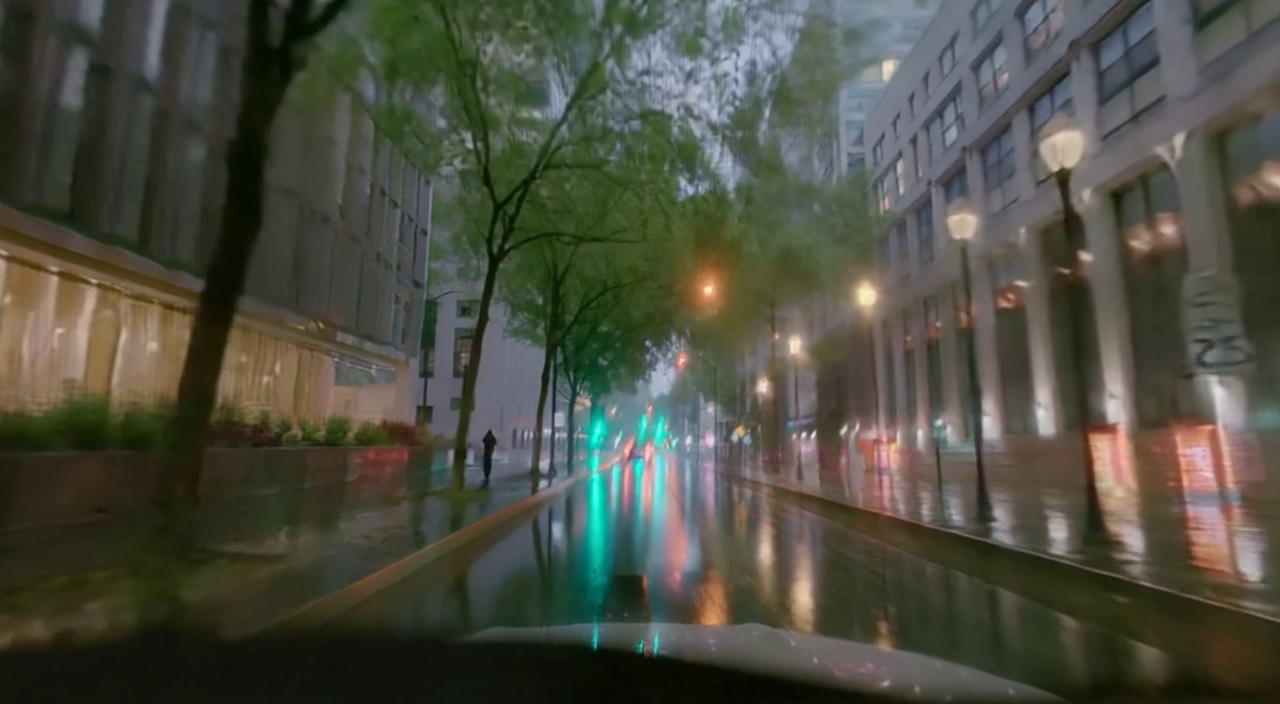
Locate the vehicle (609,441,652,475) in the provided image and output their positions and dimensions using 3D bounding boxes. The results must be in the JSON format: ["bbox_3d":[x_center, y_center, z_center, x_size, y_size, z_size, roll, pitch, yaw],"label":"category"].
[{"bbox_3d":[-0.467,5.356,32.067,2.079,1.621,3.861,0,-9,-1],"label":"vehicle"}]
